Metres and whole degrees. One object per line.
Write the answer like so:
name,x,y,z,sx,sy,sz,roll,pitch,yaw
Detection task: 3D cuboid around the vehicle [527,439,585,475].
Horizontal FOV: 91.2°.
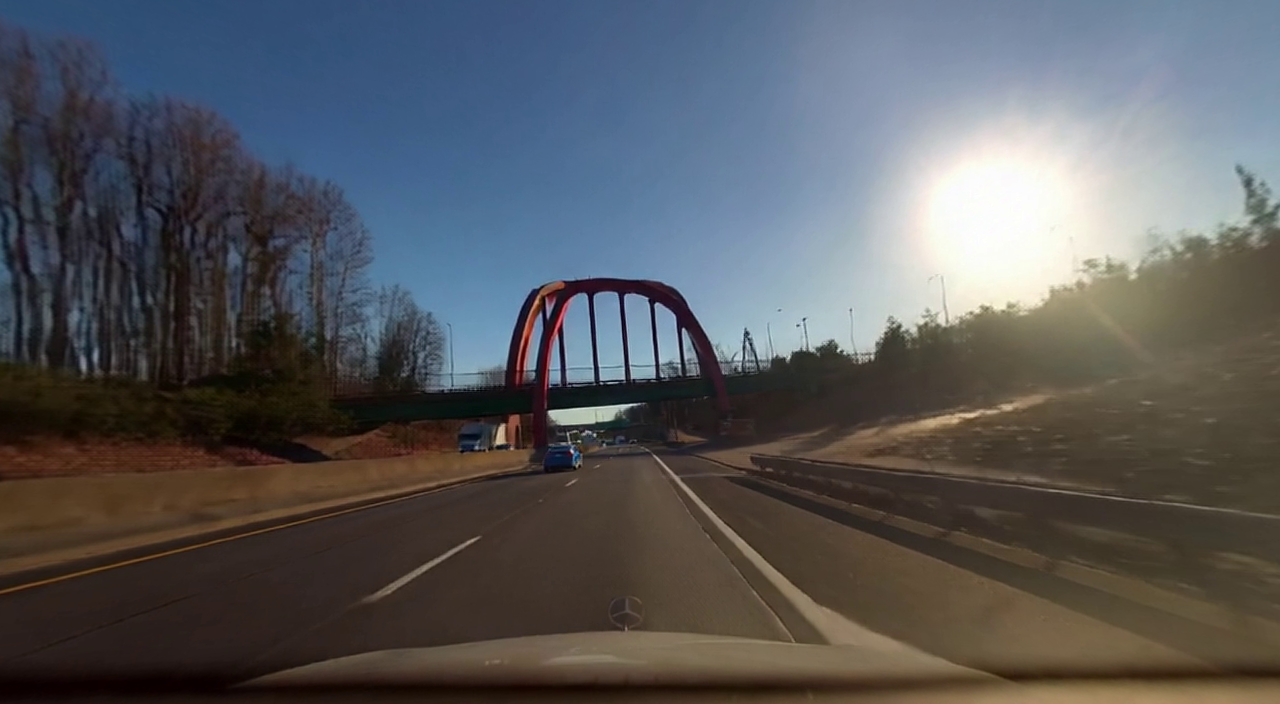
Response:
vehicle,-3.869,4.913,29.633,2.052,1.556,4.405,0,-8,1
